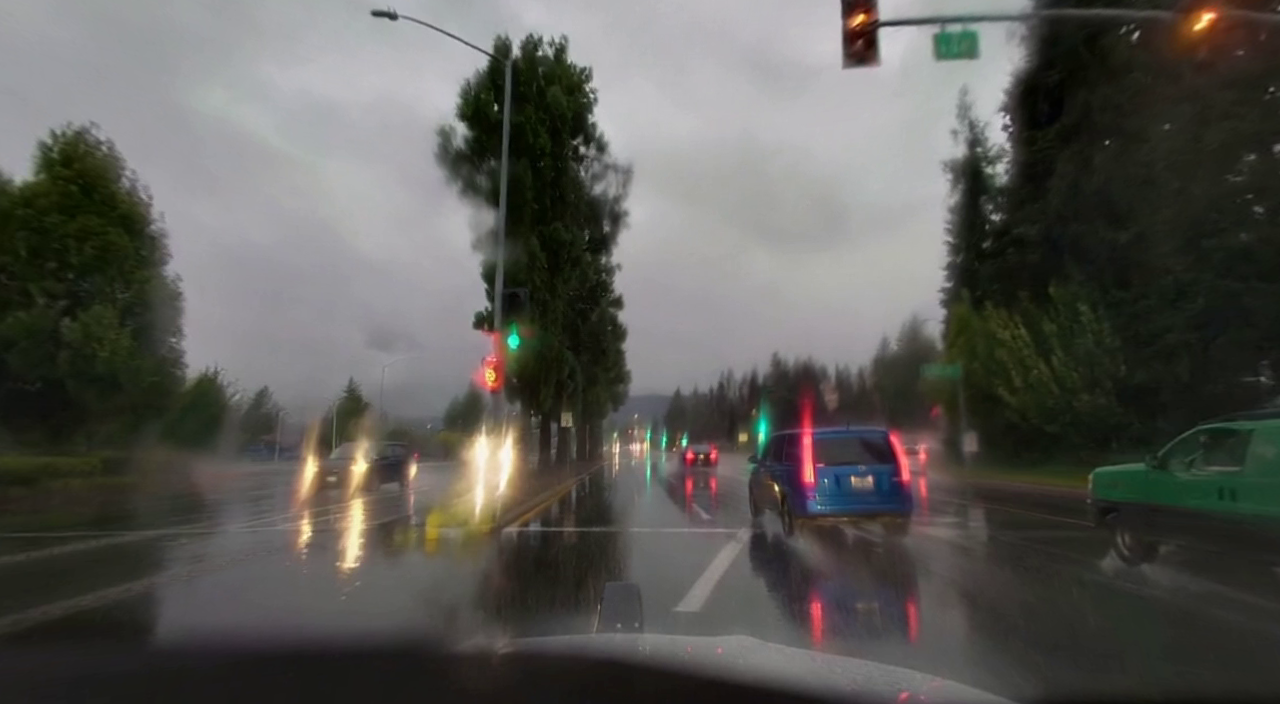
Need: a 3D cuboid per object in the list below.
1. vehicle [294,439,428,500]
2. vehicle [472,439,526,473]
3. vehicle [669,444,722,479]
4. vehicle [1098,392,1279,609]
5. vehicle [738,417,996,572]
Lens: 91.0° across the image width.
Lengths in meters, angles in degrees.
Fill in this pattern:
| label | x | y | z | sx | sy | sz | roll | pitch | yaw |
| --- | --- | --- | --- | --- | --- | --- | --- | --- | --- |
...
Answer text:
| label | x | y | z | sx | sy | sz | roll | pitch | yaw |
| --- | --- | --- | --- | --- | --- | --- | --- | --- | --- |
| vehicle | -8.750 | 3.696 | 20.288 | 2.115 | 1.711 | 4.602 | 0 | -8 | 1 |
| vehicle | -9.185 | 6.805 | 41.557 | 2.215 | 2.062 | 5.360 | 0 | -8 | 1 |
| vehicle | 2.512 | 5.096 | 29.612 | 1.980 | 1.484 | 4.093 | 0 | -8 | -2 |
| vehicle | 6.492 | 1.200 | 4.964 | 2.153 | 1.811 | 4.595 | 0 | -8 | -2 |
| vehicle | 2.847 | 1.885 | 9.108 | 2.075 | 1.698 | 4.142 | 0 | -8 | -1 |
